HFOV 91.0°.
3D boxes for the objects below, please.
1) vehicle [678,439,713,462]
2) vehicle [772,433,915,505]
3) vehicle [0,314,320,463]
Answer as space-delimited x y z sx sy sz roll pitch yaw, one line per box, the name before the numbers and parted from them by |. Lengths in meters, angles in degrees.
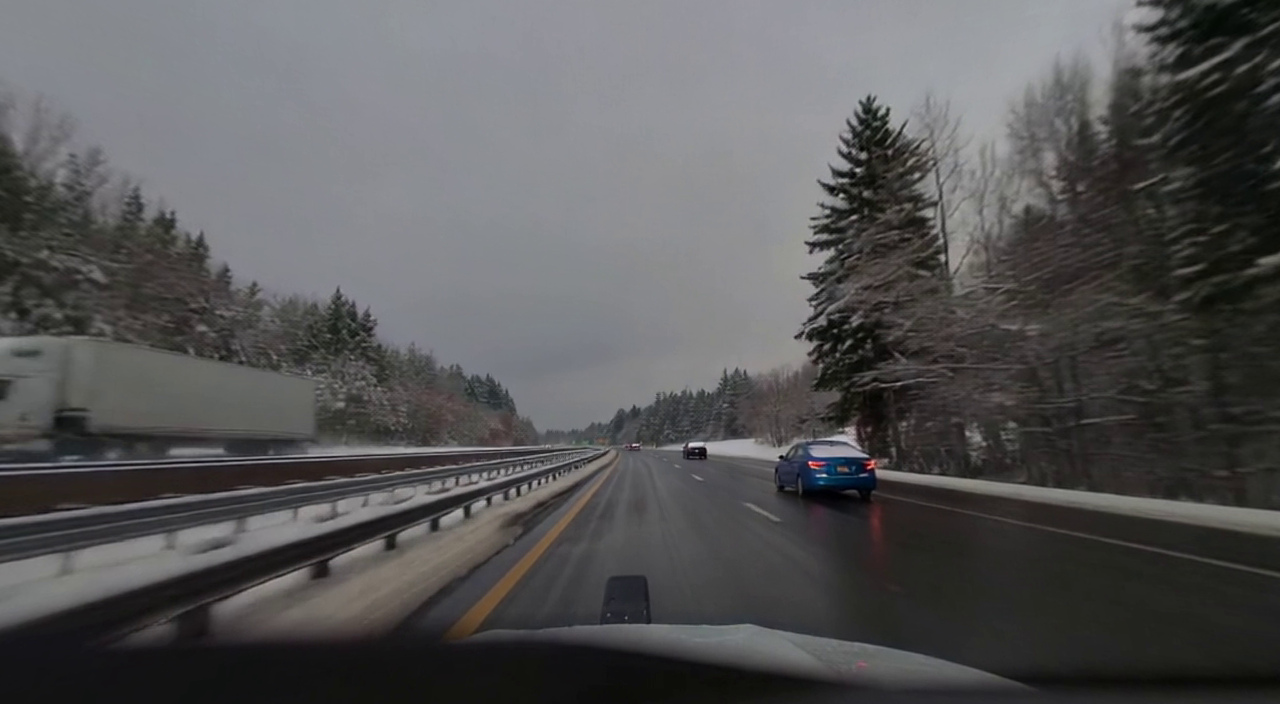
vehicle | 3.783 6.758 43.272 1.945 1.538 3.729 0 -8 -2
vehicle | 4.801 2.809 15.598 2.072 1.528 4.176 0 -8 -1
vehicle | -18.501 2.154 25.042 3.095 3.950 17.038 0 -8 -2
